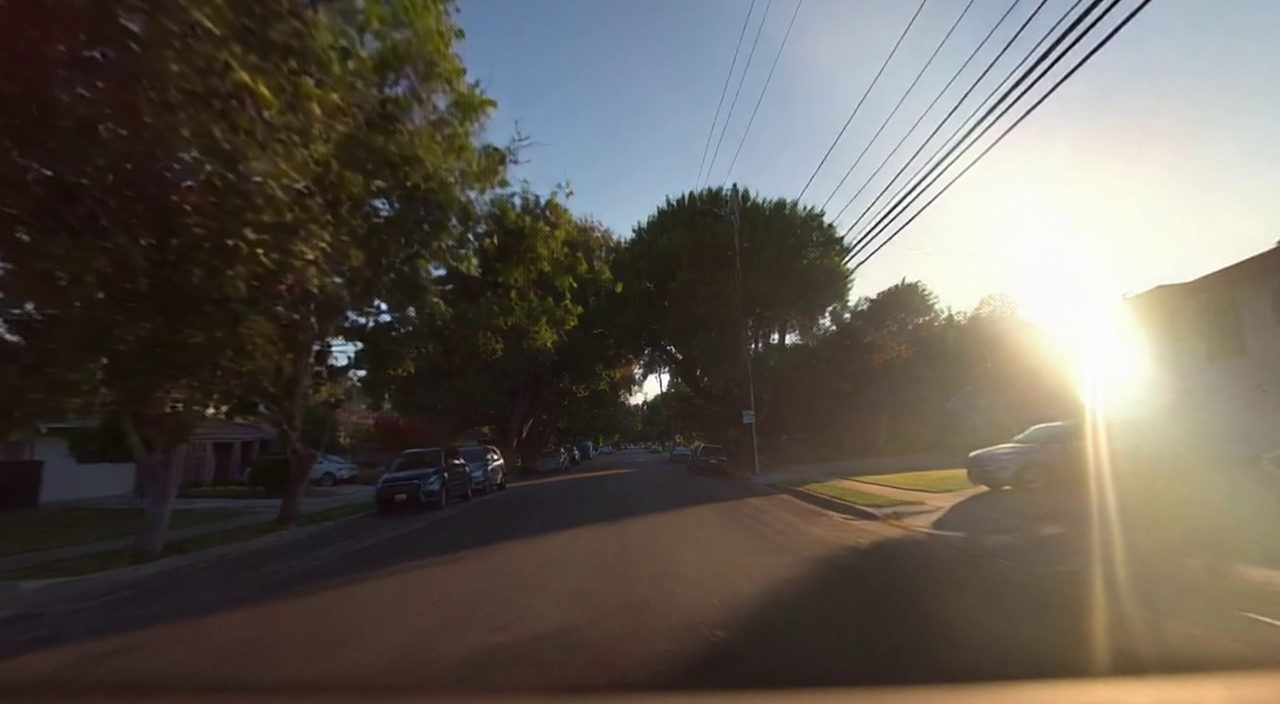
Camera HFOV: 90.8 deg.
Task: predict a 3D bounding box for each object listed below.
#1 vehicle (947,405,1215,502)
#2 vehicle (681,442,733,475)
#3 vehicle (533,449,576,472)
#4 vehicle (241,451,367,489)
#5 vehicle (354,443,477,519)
[{"bbox_3d":[9.909,2.269,14.499,4.559,1.843,2.081,-2,-7,-3],"label":"vehicle"},{"bbox_3d":[3.536,5.734,34.388,2.247,1.618,4.655,2,-8,-1],"label":"vehicle"},{"bbox_3d":[-5.924,7.617,44.374,2.199,1.439,4.757,0,-10,2],"label":"vehicle"},{"bbox_3d":[-16.002,5.621,30.317,4.706,1.681,2.389,-1,-9,5],"label":"vehicle"},{"bbox_3d":[-6.115,3.488,17.737,2.035,1.736,3.955,-3,-8,-1],"label":"vehicle"}]
